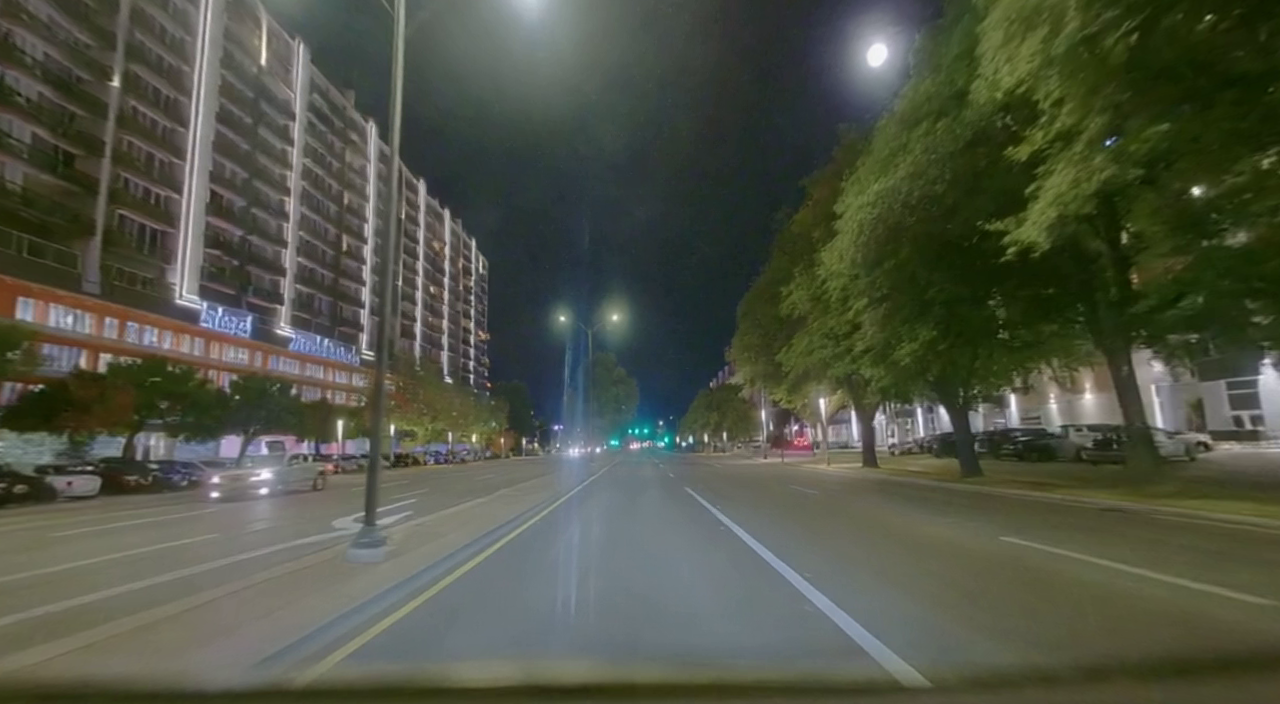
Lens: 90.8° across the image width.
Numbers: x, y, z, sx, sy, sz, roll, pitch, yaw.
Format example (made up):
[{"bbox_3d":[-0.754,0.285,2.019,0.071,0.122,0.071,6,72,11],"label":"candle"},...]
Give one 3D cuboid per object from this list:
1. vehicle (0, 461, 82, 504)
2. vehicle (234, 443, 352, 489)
[{"bbox_3d":[-26.185,5.354,26.041,4.265,1.640,1.935,4,-9,-25],"label":"vehicle"},{"bbox_3d":[-16.214,5.347,30.029,2.288,1.938,5.710,0,-9,1],"label":"vehicle"}]
